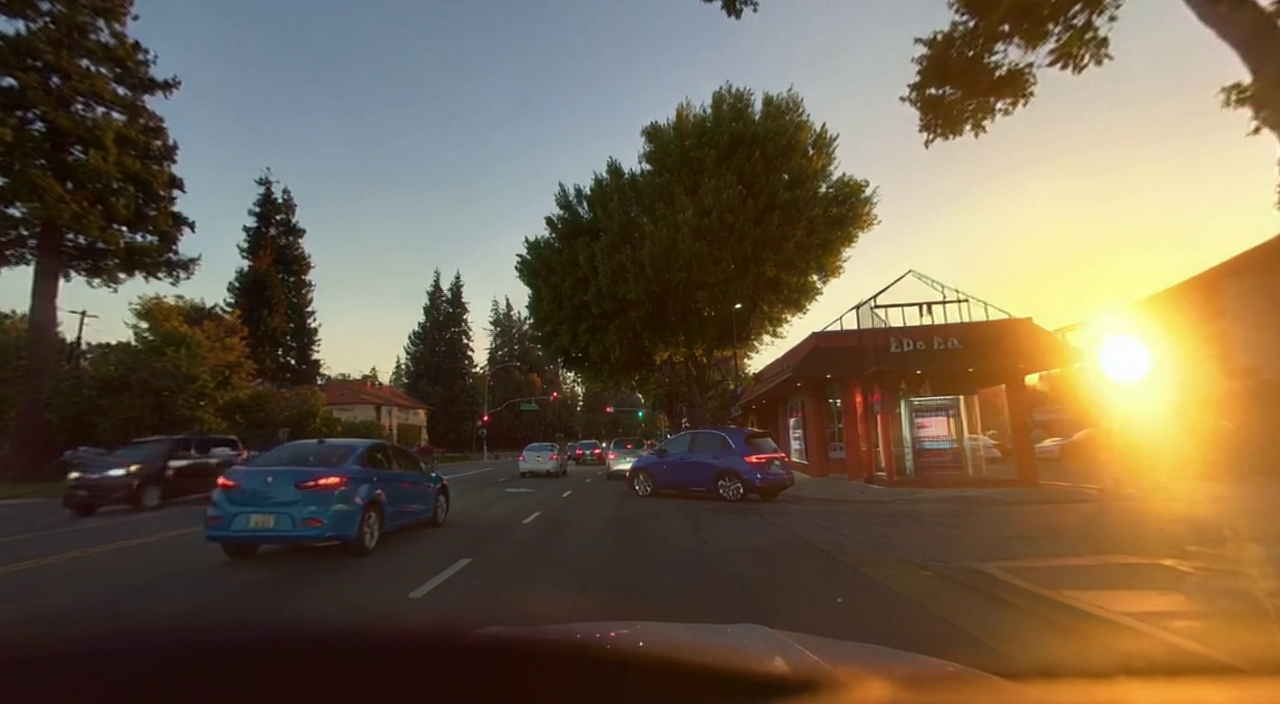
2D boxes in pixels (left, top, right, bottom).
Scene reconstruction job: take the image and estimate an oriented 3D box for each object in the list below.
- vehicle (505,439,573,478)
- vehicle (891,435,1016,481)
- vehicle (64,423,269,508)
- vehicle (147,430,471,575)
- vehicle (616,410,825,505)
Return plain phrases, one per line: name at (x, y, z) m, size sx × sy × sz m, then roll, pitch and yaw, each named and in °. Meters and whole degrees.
vehicle at (-4.020, 4.324, 25.693) m, size 2.042 × 1.470 × 4.123 m, roll 0°, pitch -8°, yaw 0°
vehicle at (12.300, 4.190, 24.852) m, size 3.871 × 1.525 × 1.835 m, roll -3°, pitch -9°, yaw 0°
vehicle at (-16.976, 4.091, 23.212) m, size 2.537 × 2.696 × 6.281 m, roll 0°, pitch -9°, yaw 1°
vehicle at (-3.977, 1.863, 8.618) m, size 2.026 × 1.466 × 4.282 m, roll 0°, pitch -8°, yaw 1°
vehicle at (1.846, 2.529, 15.327) m, size 4.642 × 1.955 × 2.052 m, roll -7°, pitch -11°, yaw 38°
